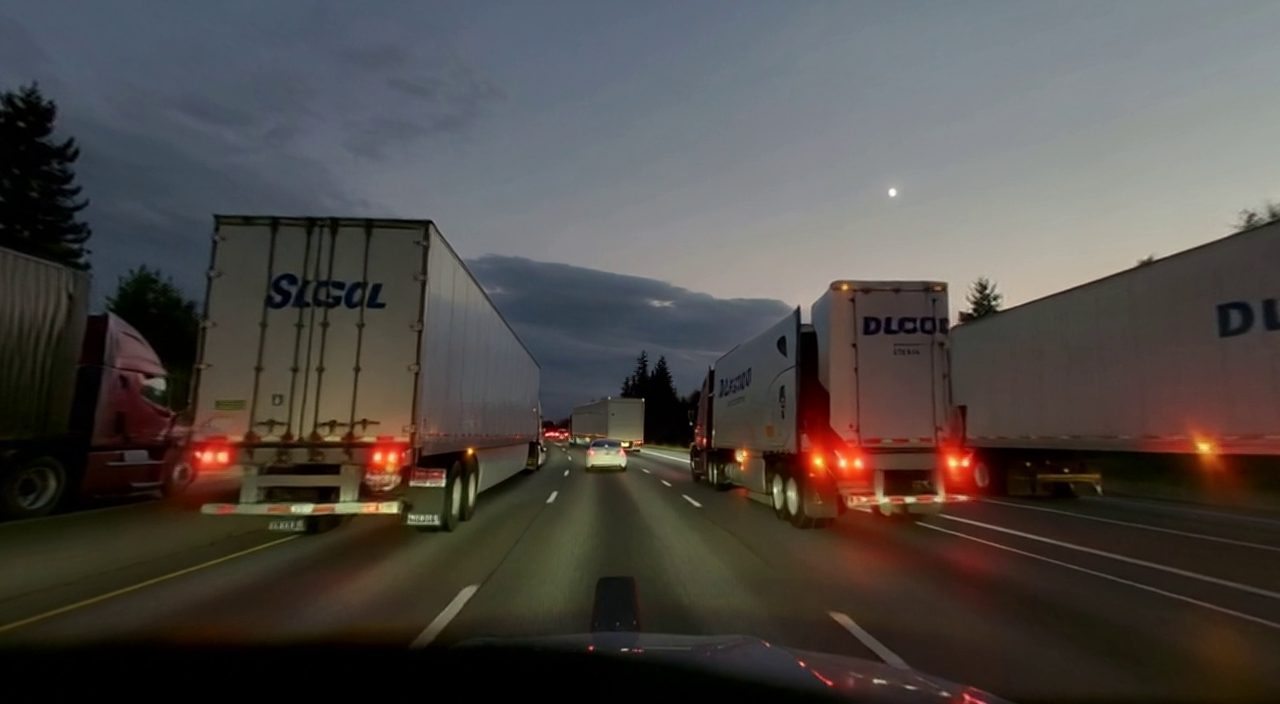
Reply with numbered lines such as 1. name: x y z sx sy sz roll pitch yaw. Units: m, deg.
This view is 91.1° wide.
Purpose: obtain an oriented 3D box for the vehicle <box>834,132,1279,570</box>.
1. vehicle: 7.698 -0.084 5.551 2.820 4.084 13.786 3 -8 -24

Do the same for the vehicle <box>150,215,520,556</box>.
1. vehicle: -4.161 0.892 11.412 2.822 3.788 8.799 0 -8 -4

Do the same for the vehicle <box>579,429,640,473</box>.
1. vehicle: -1.286 3.795 24.431 2.060 1.540 4.374 1 -8 -7

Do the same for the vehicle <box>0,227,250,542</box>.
1. vehicle: -10.662 0.050 5.433 2.867 4.125 14.026 -2 -8 15
